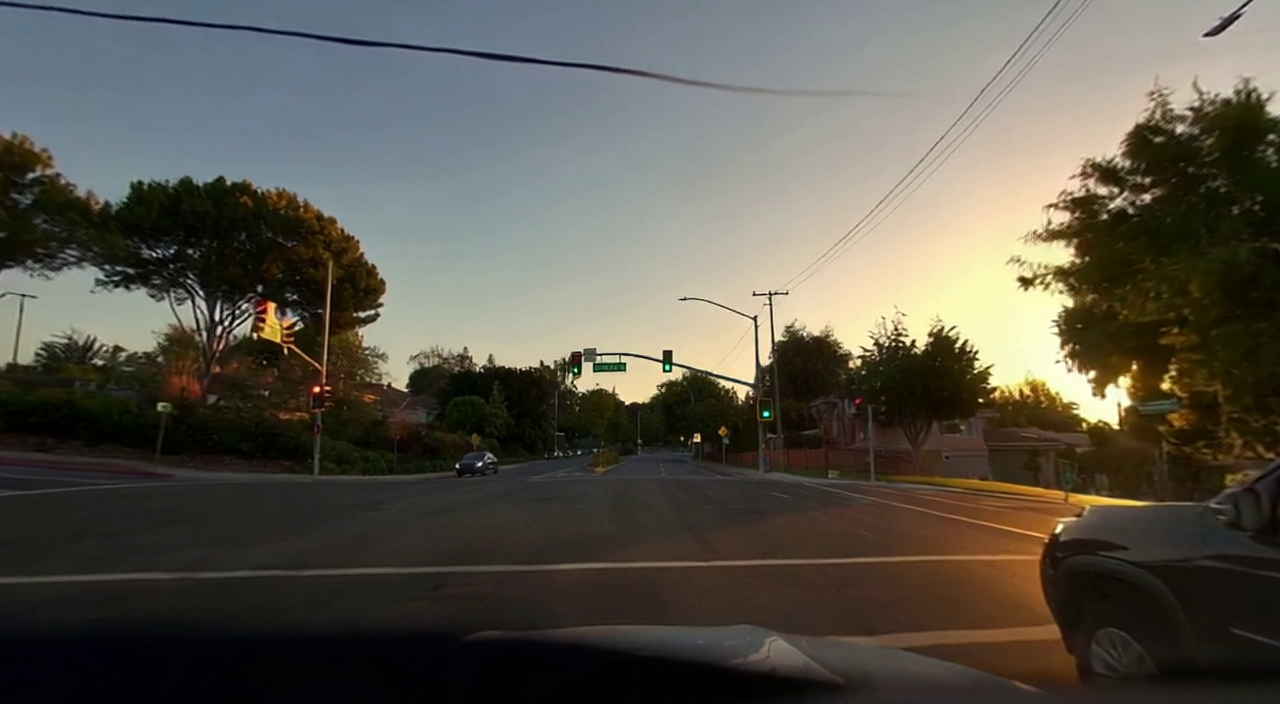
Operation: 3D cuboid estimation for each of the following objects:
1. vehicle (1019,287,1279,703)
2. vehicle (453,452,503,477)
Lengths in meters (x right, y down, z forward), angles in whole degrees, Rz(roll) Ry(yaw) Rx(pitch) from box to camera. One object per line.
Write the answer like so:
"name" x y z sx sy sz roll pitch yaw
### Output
"vehicle" 3.267 0.553 1.039 2.256 1.856 4.840 0 -9 0
"vehicle" -10.361 7.182 40.701 1.983 1.482 4.190 -1 -9 2
